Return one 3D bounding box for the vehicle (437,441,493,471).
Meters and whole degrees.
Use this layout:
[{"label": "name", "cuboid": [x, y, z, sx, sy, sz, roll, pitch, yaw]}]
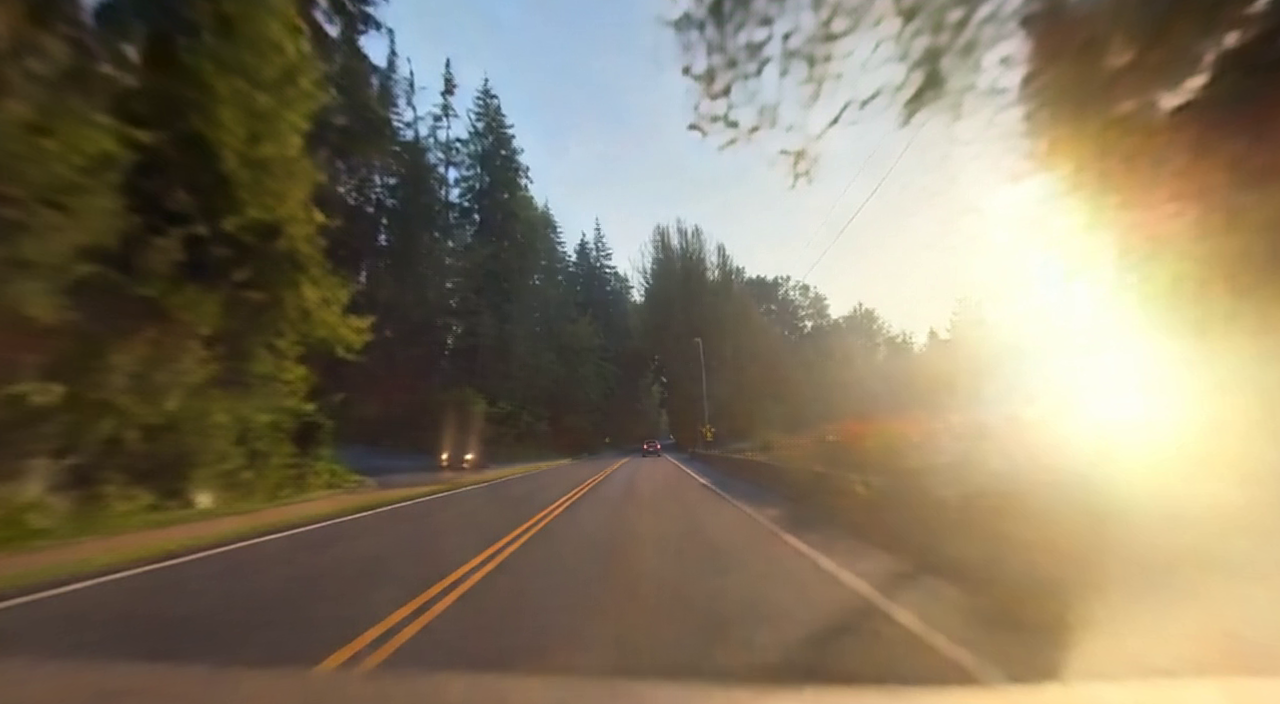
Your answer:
[{"label": "vehicle", "cuboid": [-10.449, 6.246, 38.048, 1.953, 1.670, 4.511, -1, -8, 2]}]
